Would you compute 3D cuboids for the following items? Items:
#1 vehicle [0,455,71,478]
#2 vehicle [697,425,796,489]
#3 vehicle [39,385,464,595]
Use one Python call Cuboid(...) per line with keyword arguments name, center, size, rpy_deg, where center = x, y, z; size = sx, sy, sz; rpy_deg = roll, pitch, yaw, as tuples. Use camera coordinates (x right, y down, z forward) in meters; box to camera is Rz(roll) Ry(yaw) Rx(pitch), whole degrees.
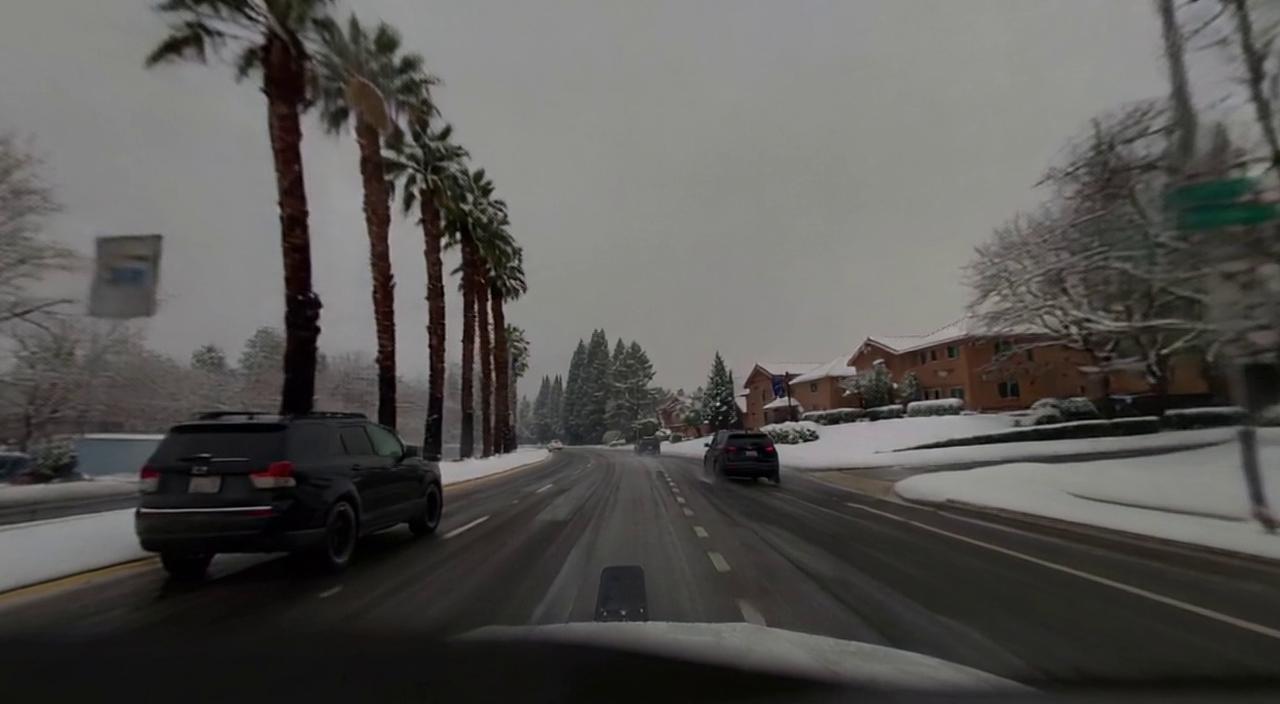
Cuboid(name="vehicle", center=(-37.704, 7.052, 38.751), size=(3.347, 1.368, 1.745), rpy_deg=(0, -8, -2))
Cuboid(name="vehicle", center=(3.230, 3.306, 20.162), size=(2.195, 1.804, 4.658), rpy_deg=(0, -8, -2))
Cuboid(name="vehicle", center=(-3.984, 1.514, 7.814), size=(2.150, 1.768, 4.868), rpy_deg=(0, -8, 0))
